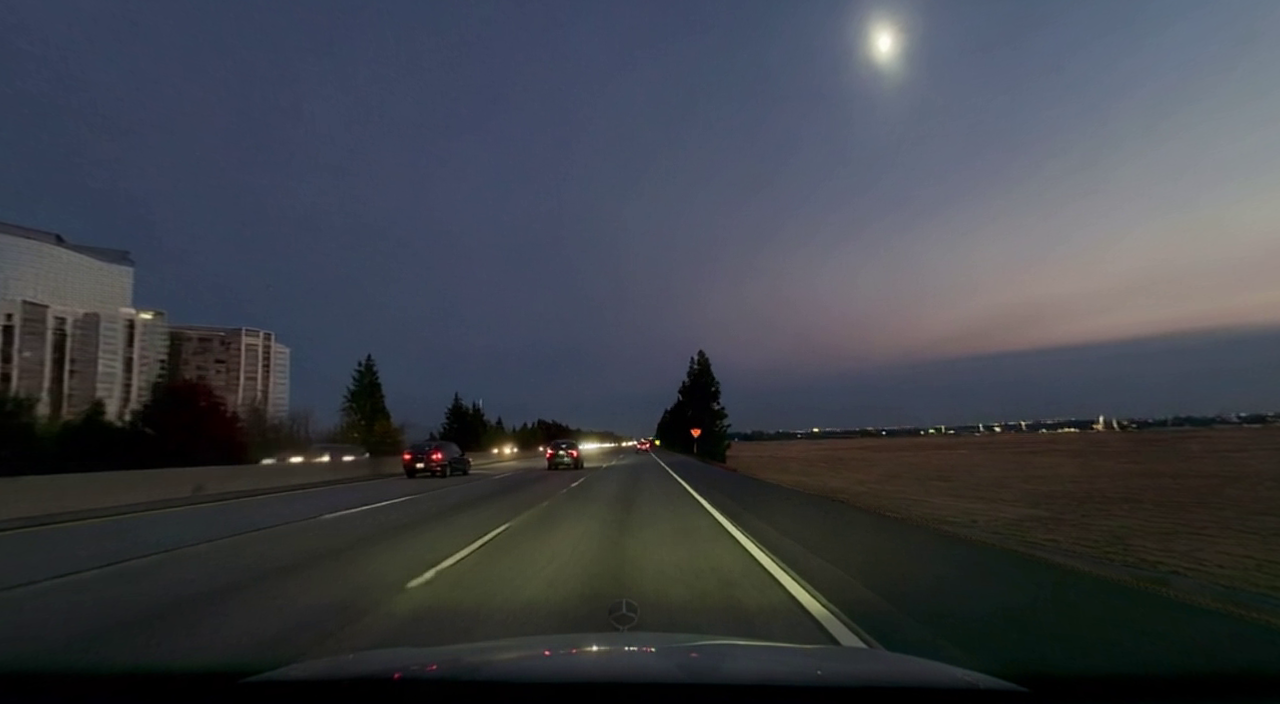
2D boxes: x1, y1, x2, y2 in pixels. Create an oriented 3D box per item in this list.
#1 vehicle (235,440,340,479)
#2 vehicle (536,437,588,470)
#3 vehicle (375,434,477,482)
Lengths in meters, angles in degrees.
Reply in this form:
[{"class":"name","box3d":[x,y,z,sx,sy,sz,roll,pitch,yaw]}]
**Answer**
[{"class":"vehicle","box3d":[-15.312,4.671,27.667,1.909,1.524,4.573,0,-9,1]},{"class":"vehicle","box3d":[-4.062,5.416,33.724,2.083,1.588,4.801,0,-8,1]},{"class":"vehicle","box3d":[-7.582,3.801,22.879,2.034,1.523,4.627,0,-8,1]}]
